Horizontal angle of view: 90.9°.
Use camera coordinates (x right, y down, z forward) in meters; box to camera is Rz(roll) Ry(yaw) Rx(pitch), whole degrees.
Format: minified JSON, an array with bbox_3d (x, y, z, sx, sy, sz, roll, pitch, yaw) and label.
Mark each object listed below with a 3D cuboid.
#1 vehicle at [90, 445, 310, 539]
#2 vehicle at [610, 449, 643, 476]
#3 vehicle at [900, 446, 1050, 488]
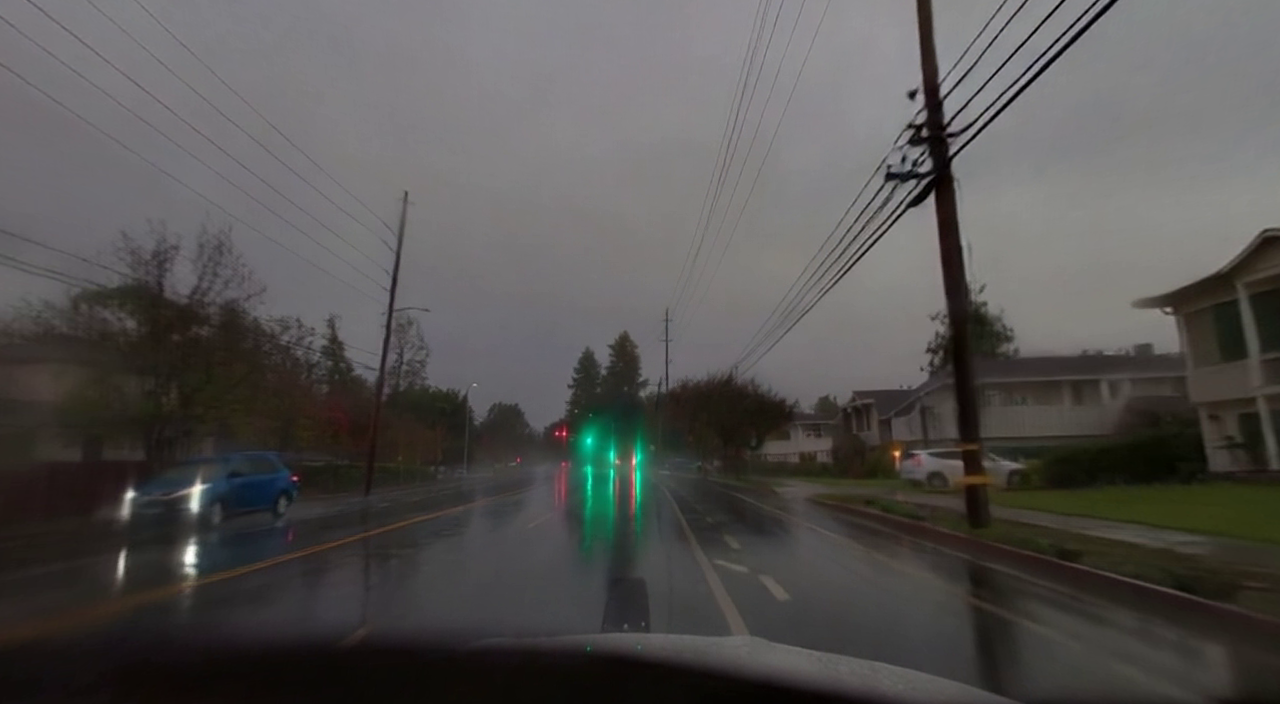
[{"bbox_3d":[-11.143,3.487,16.623,1.998,2.047,5.167,0,-8,0],"label":"vehicle"},{"bbox_3d":[-0.928,8.204,46.970,2.284,1.741,4.702,2,-8,1],"label":"vehicle"},{"bbox_3d":[12.745,4.381,24.201,4.648,1.511,1.919,0,-8,-2],"label":"vehicle"}]
